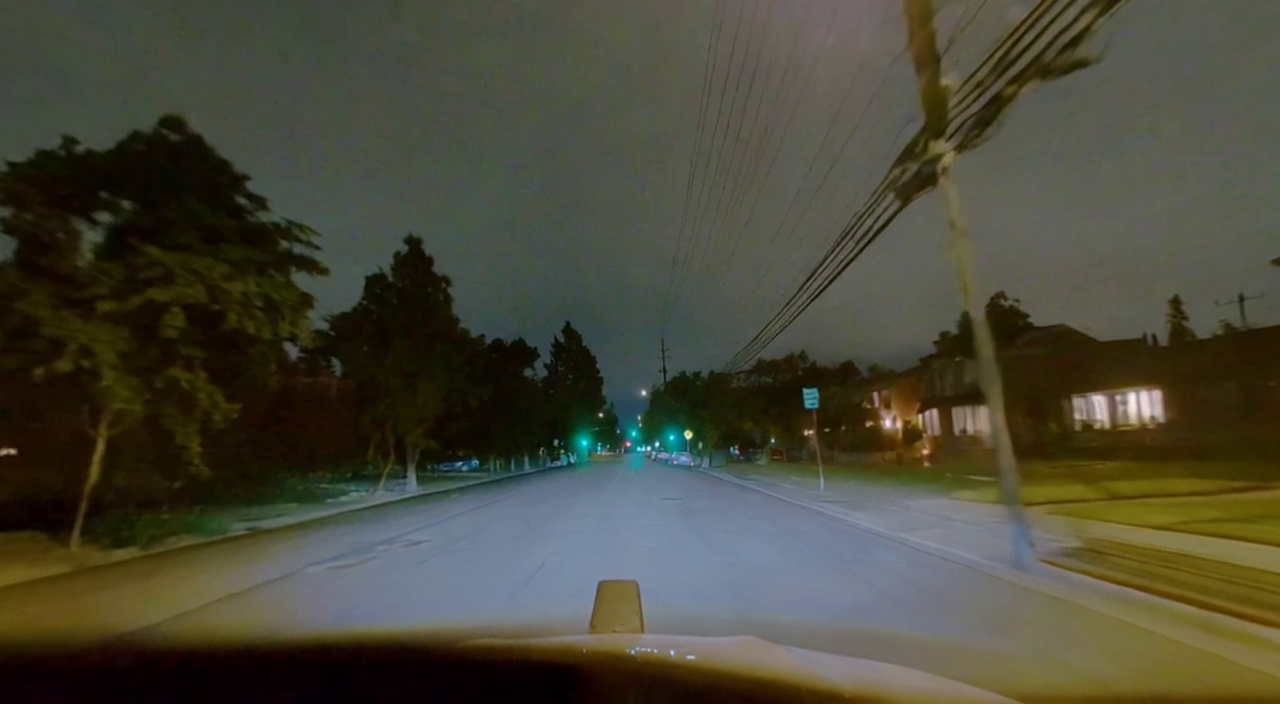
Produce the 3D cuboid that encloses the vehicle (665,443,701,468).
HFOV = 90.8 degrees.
[{"bbox_3d":[3.086,7.587,46.376,2.128,1.724,4.492,0,-8,-2],"label":"vehicle"}]
